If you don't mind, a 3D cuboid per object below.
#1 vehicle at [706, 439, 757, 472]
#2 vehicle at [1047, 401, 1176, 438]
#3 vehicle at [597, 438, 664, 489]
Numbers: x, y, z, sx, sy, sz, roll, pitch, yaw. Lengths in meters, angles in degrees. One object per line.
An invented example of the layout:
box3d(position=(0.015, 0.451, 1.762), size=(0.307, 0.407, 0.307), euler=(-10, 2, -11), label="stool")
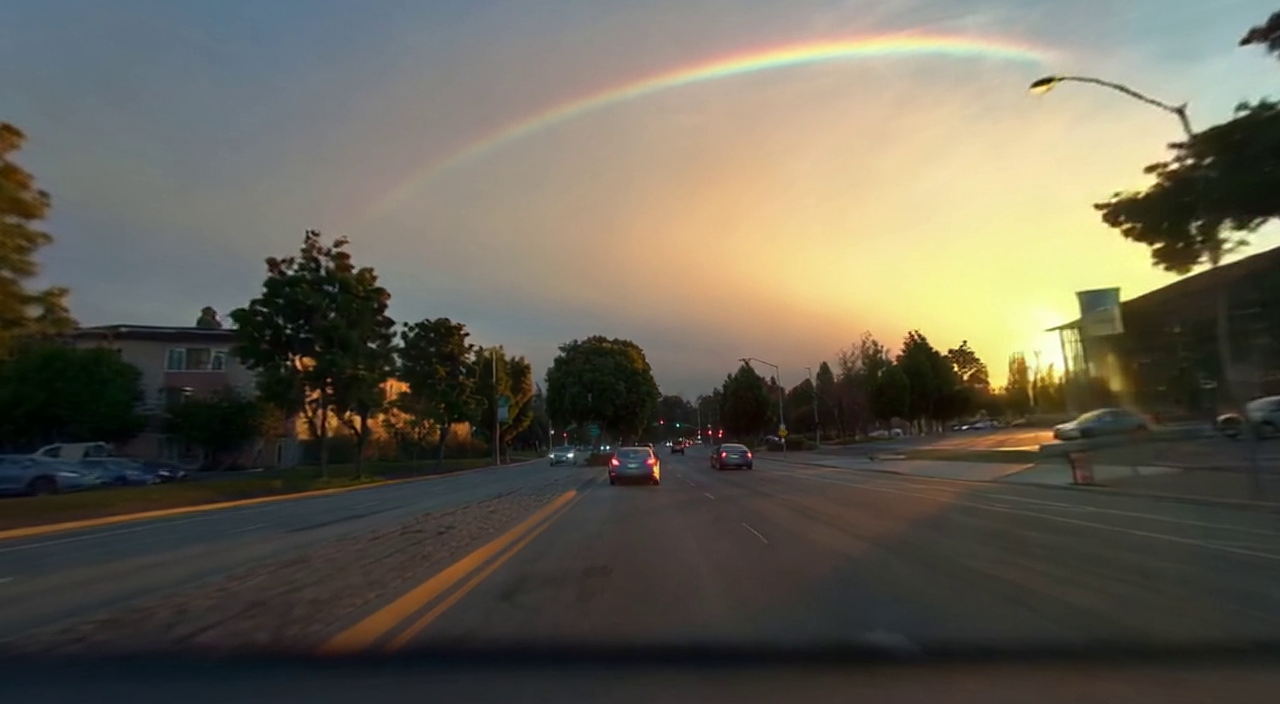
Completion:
box3d(position=(4.761, 5.462, 33.475), size=(1.987, 1.613, 4.081), euler=(0, -9, -1), label="vehicle")
box3d(position=(22.399, 3.245, 30.154), size=(4.531, 1.432, 1.949), euler=(-3, -9, -1), label="vehicle")
box3d(position=(-0.292, 3.943, 22.678), size=(2.181, 1.639, 4.127), euler=(-1, -9, 1), label="vehicle")
